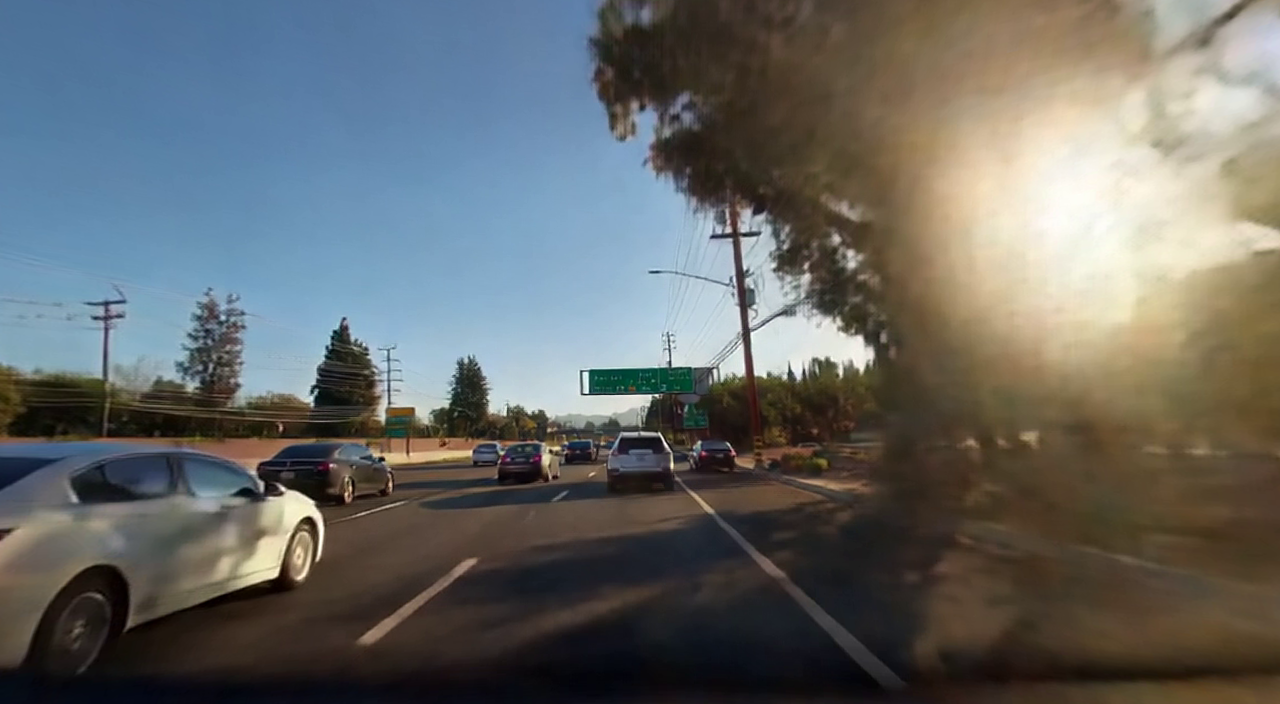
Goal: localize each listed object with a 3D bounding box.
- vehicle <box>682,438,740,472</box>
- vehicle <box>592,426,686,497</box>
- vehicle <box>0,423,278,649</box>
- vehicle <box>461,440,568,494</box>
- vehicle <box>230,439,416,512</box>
[{"bbox_3d":[3.281,4.873,30.134,2.197,1.464,4.356,0,-8,-1],"label":"vehicle"},{"bbox_3d":[-0.013,2.968,17.405,2.284,1.699,4.168,0,-8,0],"label":"vehicle"},{"bbox_3d":[-5.198,1.369,5.271,1.958,1.447,4.454,1,-8,-4],"label":"vehicle"},{"bbox_3d":[-3.609,3.399,19.165,2.203,1.425,4.610,0,-8,1],"label":"vehicle"},{"bbox_3d":[-7.174,2.815,15.008,1.959,1.435,4.719,0,-8,0],"label":"vehicle"}]
